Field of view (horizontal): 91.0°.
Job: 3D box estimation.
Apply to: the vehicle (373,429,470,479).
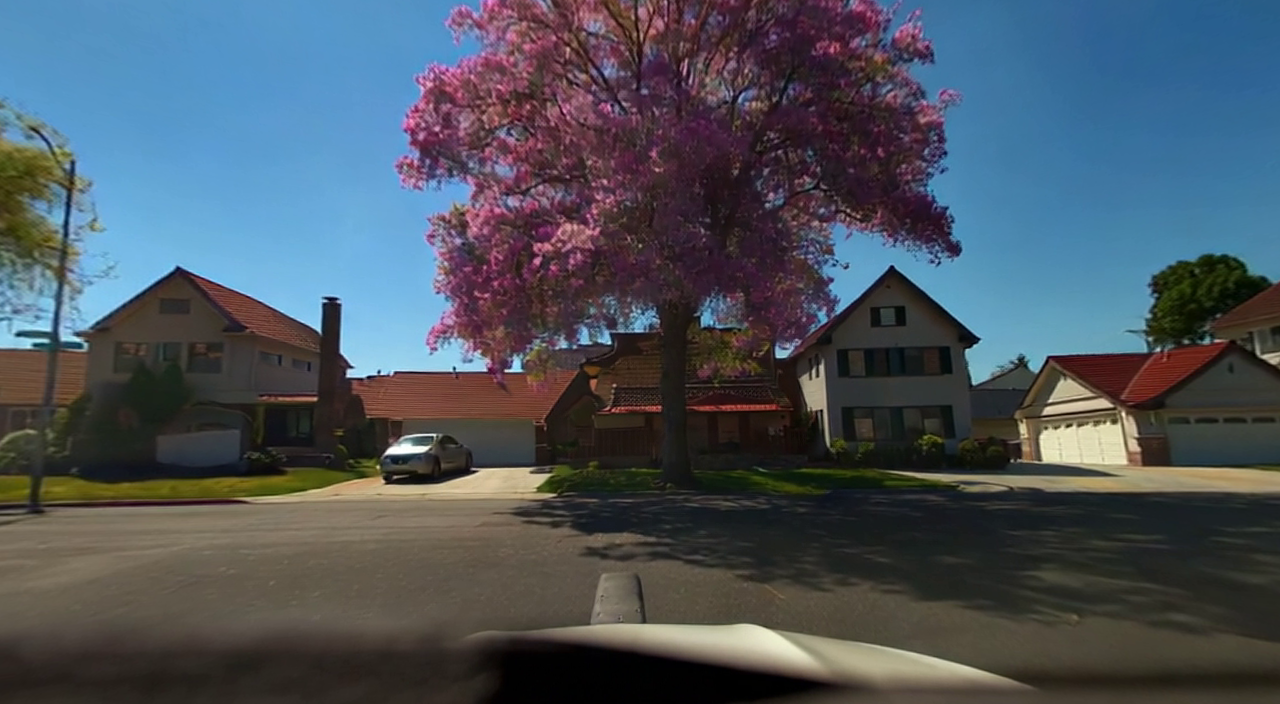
[{"bbox_3d":[-7.205,3.421,21.292,1.968,1.491,4.486,1,-8,-4],"label":"vehicle"}]
